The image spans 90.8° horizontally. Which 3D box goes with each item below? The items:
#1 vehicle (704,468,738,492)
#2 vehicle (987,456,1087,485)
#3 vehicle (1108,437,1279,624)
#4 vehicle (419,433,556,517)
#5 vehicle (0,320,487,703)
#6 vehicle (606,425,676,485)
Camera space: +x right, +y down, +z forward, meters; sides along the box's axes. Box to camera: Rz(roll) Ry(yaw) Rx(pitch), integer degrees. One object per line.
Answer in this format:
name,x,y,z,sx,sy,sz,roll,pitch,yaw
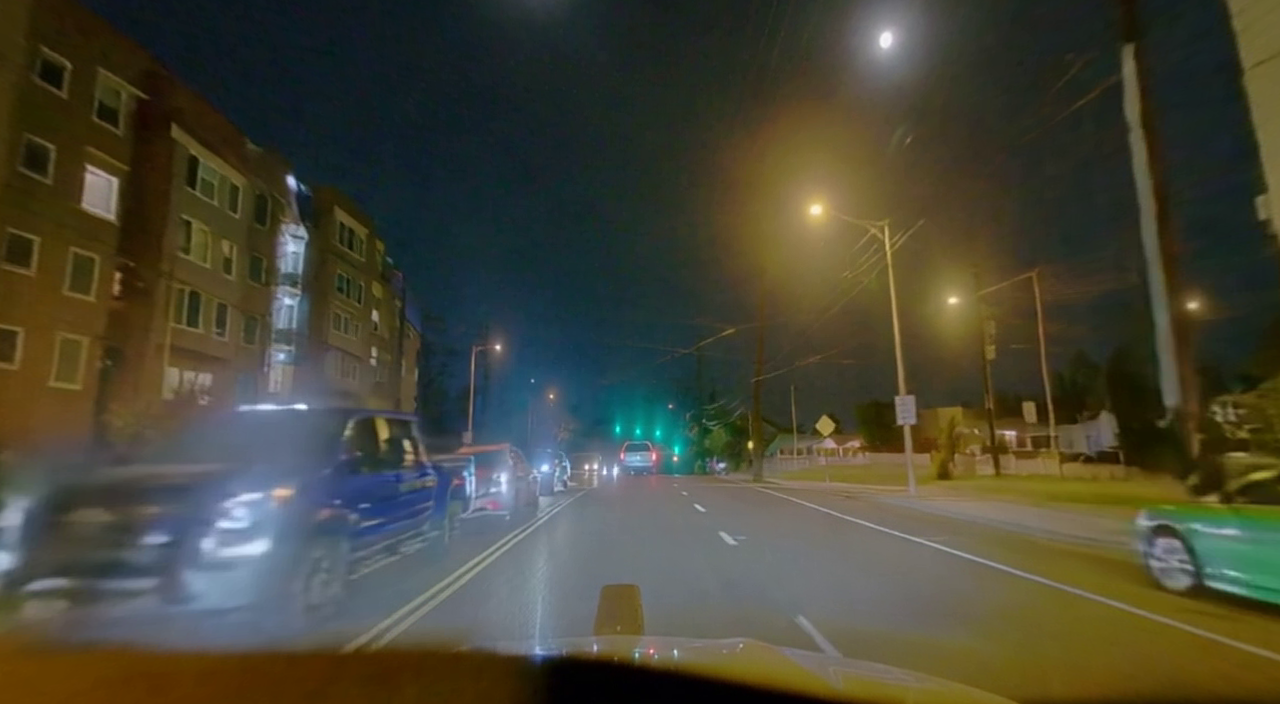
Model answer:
vehicle,6.217,9.882,49.144,2.023,1.611,4.614,0,-9,0
vehicle,21.937,6.540,35.011,4.262,1.474,1.929,0,-8,-3
vehicle,6.132,1.341,4.445,1.943,1.490,4.783,0,-8,-1
vehicle,-3.033,2.530,13.510,1.893,1.518,4.024,0,-8,0
vehicle,-2.910,1.146,4.950,2.178,1.861,4.920,0,-8,0
vehicle,0.074,3.790,23.116,2.308,1.940,4.125,-1,-10,1
